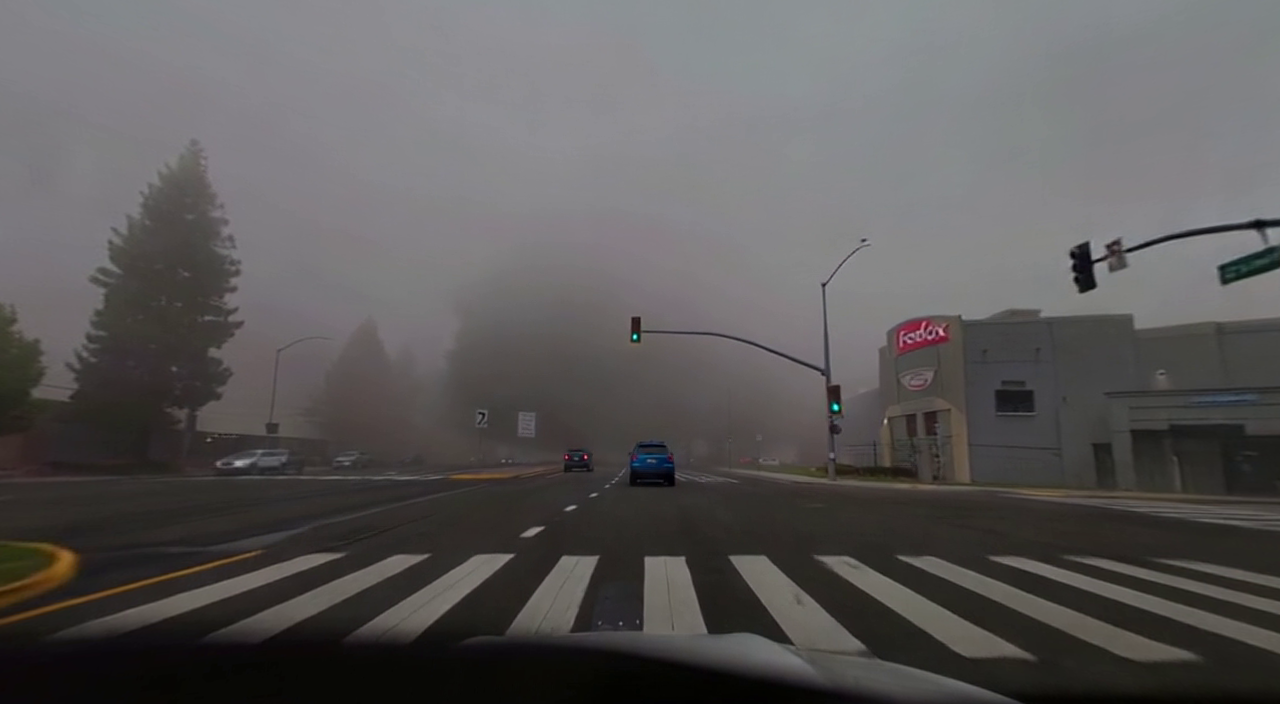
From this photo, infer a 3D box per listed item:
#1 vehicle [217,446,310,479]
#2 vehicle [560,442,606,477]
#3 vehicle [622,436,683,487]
[{"bbox_3d":[-19.660,5.773,33.305,1.948,1.586,4.962,0,-8,-1],"label":"vehicle"},{"bbox_3d":[-3.216,6.175,36.630,2.202,1.856,4.516,0,-8,1],"label":"vehicle"},{"bbox_3d":[0.458,4.471,26.208,2.273,1.909,5.075,0,-8,0],"label":"vehicle"}]
